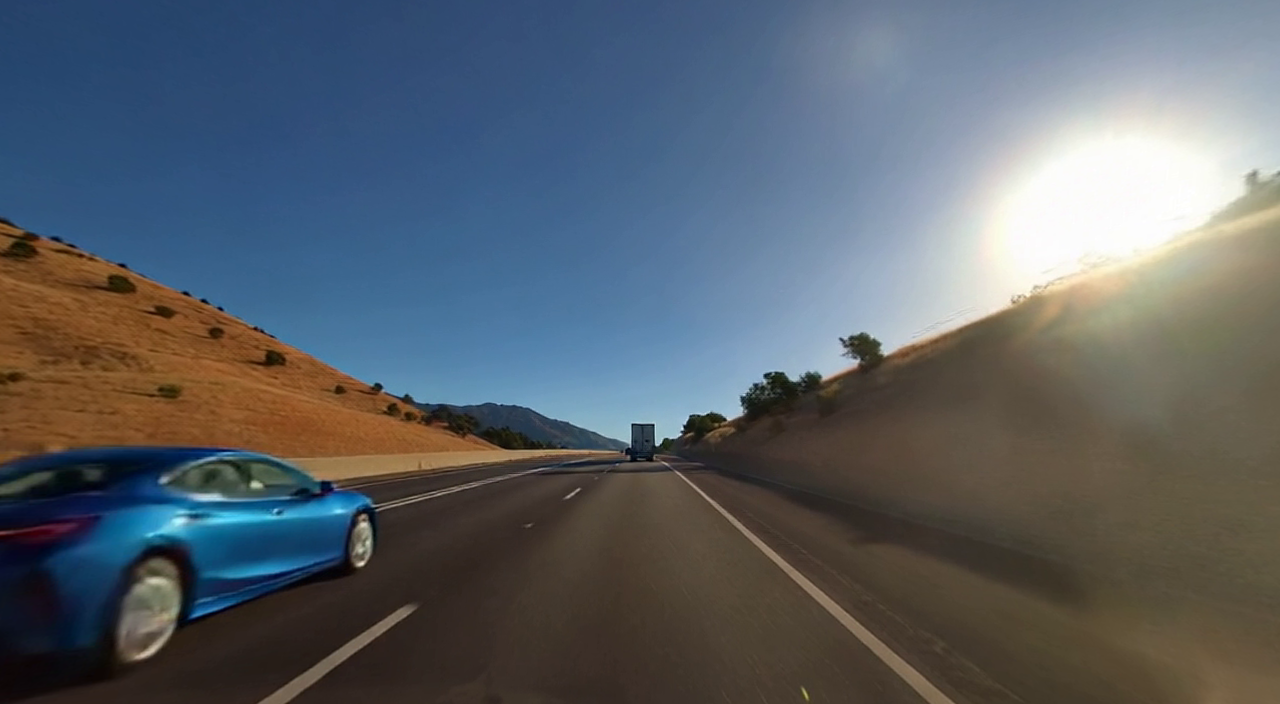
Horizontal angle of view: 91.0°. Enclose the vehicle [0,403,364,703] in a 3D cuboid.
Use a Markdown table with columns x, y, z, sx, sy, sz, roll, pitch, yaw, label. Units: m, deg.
| x | y | z | sx | sy | sz | roll | pitch | yaw | label |
| --- | --- | --- | --- | --- | --- | --- | --- | --- | --- |
| -3.919 | 1.214 | 4.051 | 2.038 | 1.596 | 4.769 | 0 | -8 | 1 | vehicle |
